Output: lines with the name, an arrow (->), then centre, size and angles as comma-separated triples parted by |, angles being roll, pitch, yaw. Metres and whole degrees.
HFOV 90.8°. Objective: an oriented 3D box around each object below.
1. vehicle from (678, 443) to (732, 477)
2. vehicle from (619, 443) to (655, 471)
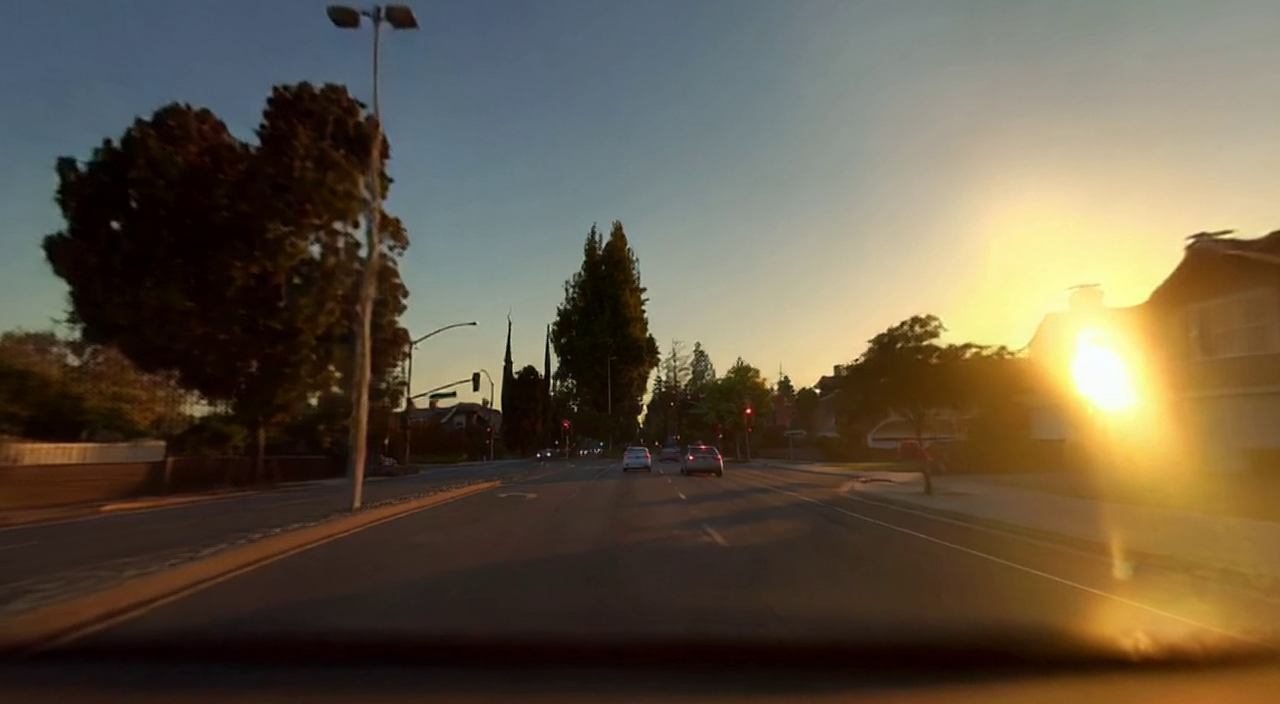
vehicle -> 3.038, 5.124, 30.351 | 2.057, 1.496, 4.401 | 0, -8, -1
vehicle -> -0.150, 6.199, 37.504 | 2.018, 1.511, 3.993 | 0, -8, 0
